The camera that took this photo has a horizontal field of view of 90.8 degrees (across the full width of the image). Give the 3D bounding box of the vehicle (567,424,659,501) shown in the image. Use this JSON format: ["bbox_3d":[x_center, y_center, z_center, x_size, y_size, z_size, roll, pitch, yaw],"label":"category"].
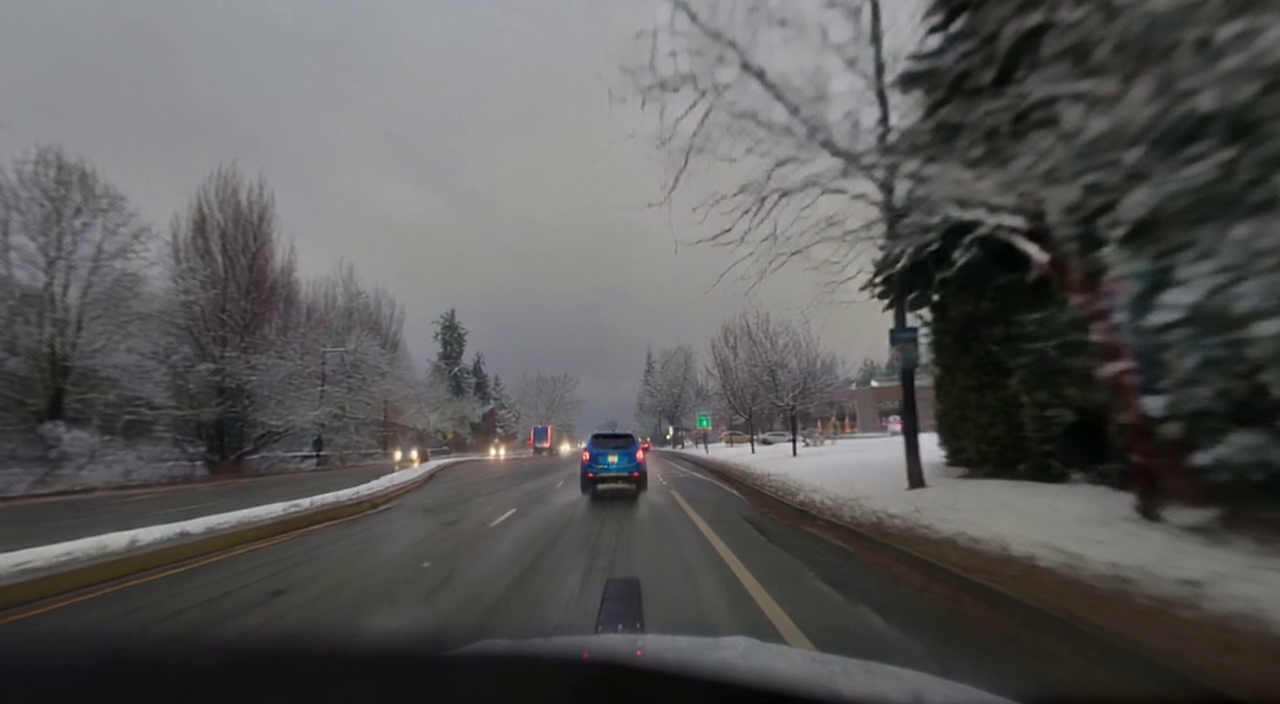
[{"bbox_3d":[-0.668,2.882,16.840,2.131,1.761,4.242,0,-8,-1],"label":"vehicle"}]
